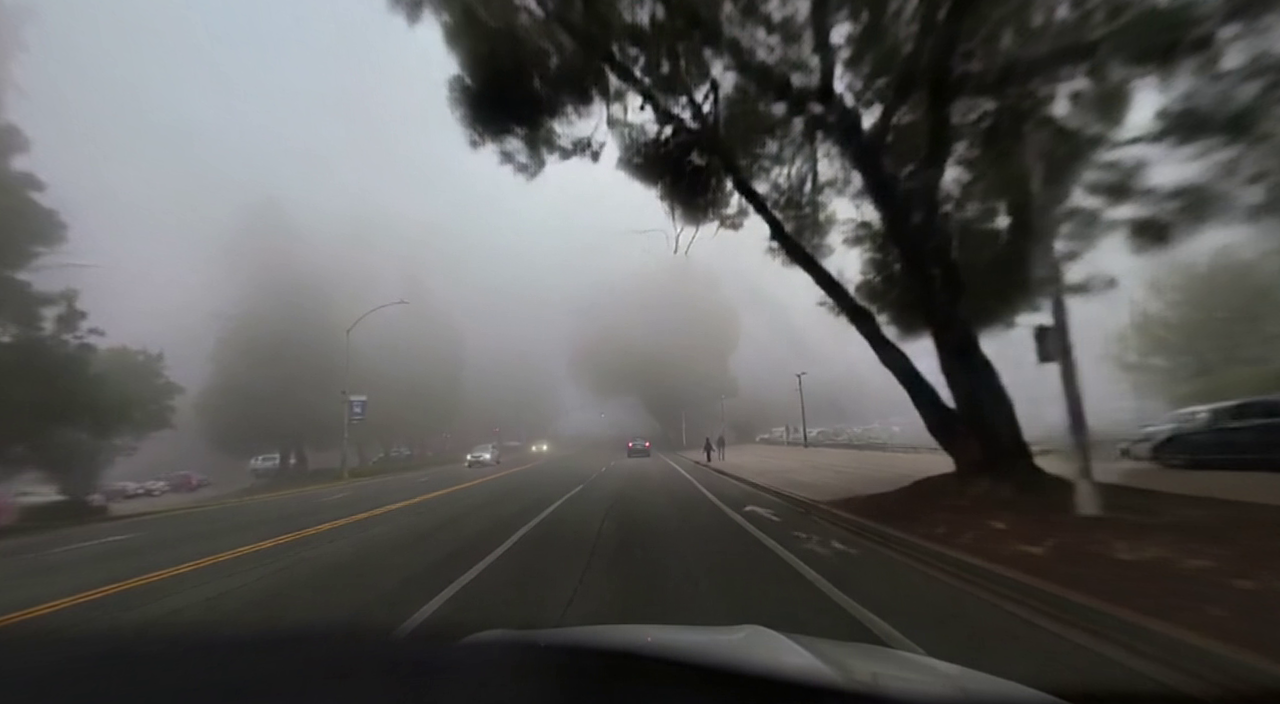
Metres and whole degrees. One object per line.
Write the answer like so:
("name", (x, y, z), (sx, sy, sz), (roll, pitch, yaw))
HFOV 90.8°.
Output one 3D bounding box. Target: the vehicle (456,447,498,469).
("vehicle", (-12.063, 7.848, 47.037), (2.011, 1.475, 4.536), (0, -8, -1))
